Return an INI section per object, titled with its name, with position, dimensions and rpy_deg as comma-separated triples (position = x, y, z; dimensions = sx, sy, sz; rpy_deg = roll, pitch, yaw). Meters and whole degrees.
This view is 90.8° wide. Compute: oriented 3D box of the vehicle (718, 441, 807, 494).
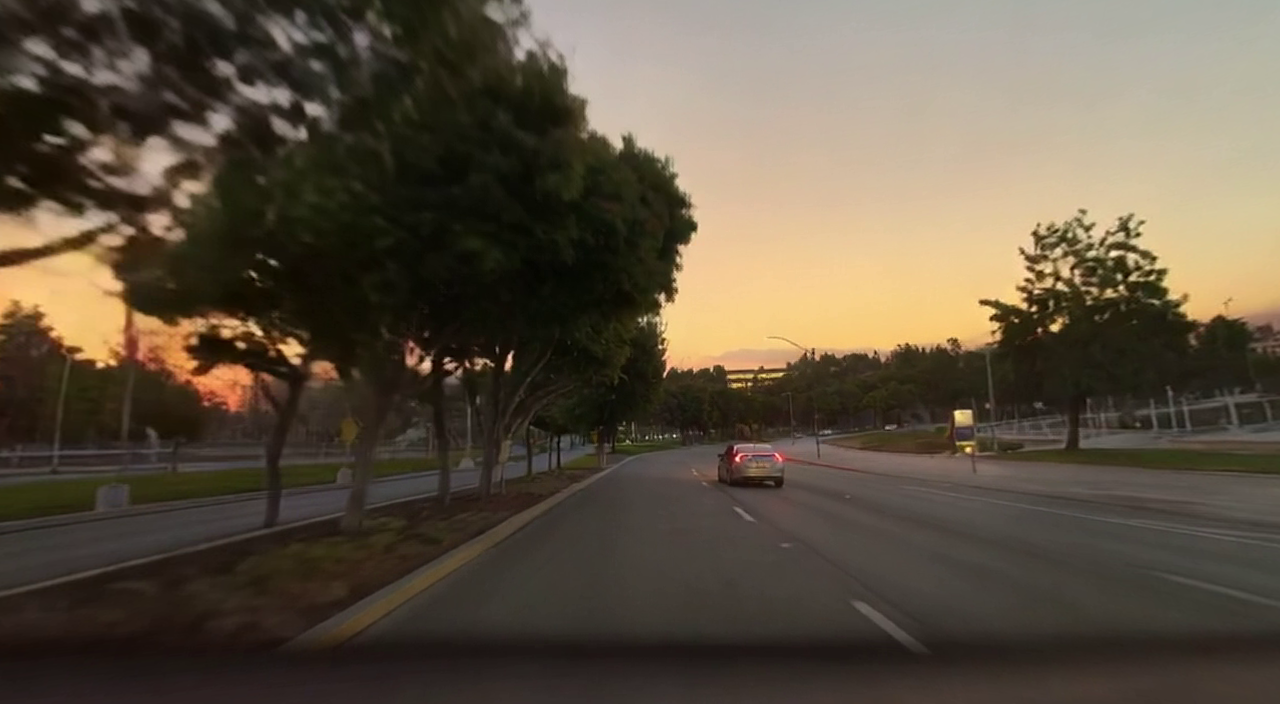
[vehicle]
position = 3.761, 3.622, 20.246
dimensions = 1.928, 1.481, 4.453
rpy_deg = 0, -9, 0
